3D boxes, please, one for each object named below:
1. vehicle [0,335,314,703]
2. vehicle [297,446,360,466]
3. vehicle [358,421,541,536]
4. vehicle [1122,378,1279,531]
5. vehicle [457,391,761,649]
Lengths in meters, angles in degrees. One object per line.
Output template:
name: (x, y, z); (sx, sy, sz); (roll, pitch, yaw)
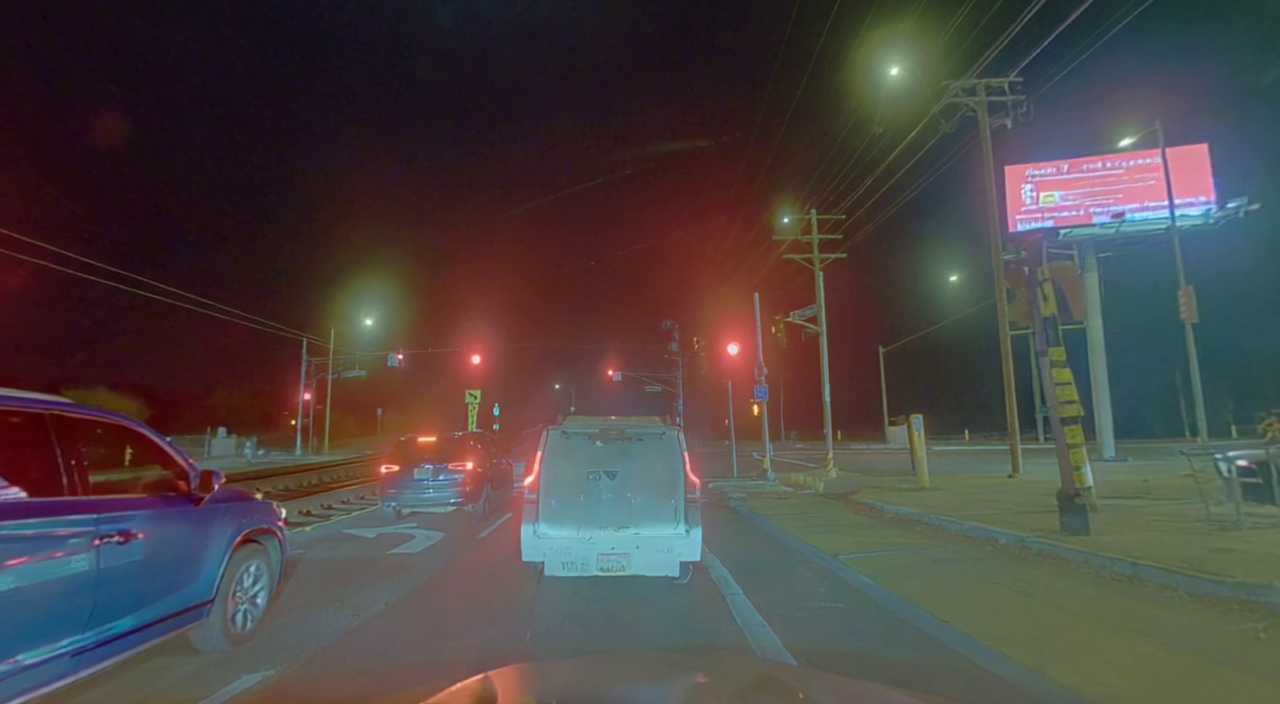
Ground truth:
vehicle: (-3.924, 0.860, 2.978); (2.052, 1.814, 5.184); (0, -9, -1)
vehicle: (-24.207, 8.070, 49.089); (4.357, 1.444, 1.842); (-3, -9, 19)
vehicle: (-3.151, 2.187, 11.521); (1.988, 1.678, 4.317); (0, -9, 0)
vehicle: (9.588, 1.312, 8.197); (5.060, 1.702, 2.033); (1, -9, -4)
vehicle: (-0.216, 1.398, 6.136); (2.025, 1.723, 3.644); (0, -9, 0)
